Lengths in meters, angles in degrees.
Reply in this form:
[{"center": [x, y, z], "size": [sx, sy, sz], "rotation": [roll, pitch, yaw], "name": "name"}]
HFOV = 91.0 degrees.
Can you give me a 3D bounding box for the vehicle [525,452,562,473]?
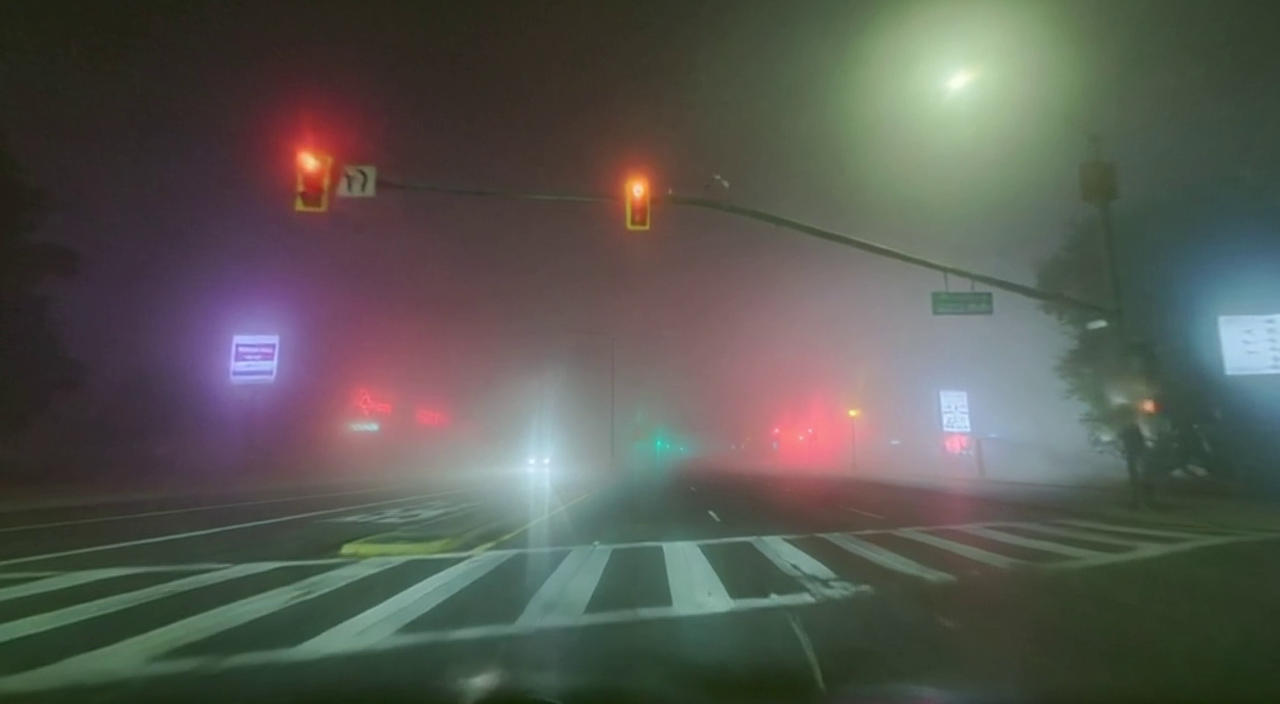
[{"center": [-7.262, 8.374, 47.738], "size": [1.866, 1.463, 4.378], "rotation": [0, -9, 3], "name": "vehicle"}]
